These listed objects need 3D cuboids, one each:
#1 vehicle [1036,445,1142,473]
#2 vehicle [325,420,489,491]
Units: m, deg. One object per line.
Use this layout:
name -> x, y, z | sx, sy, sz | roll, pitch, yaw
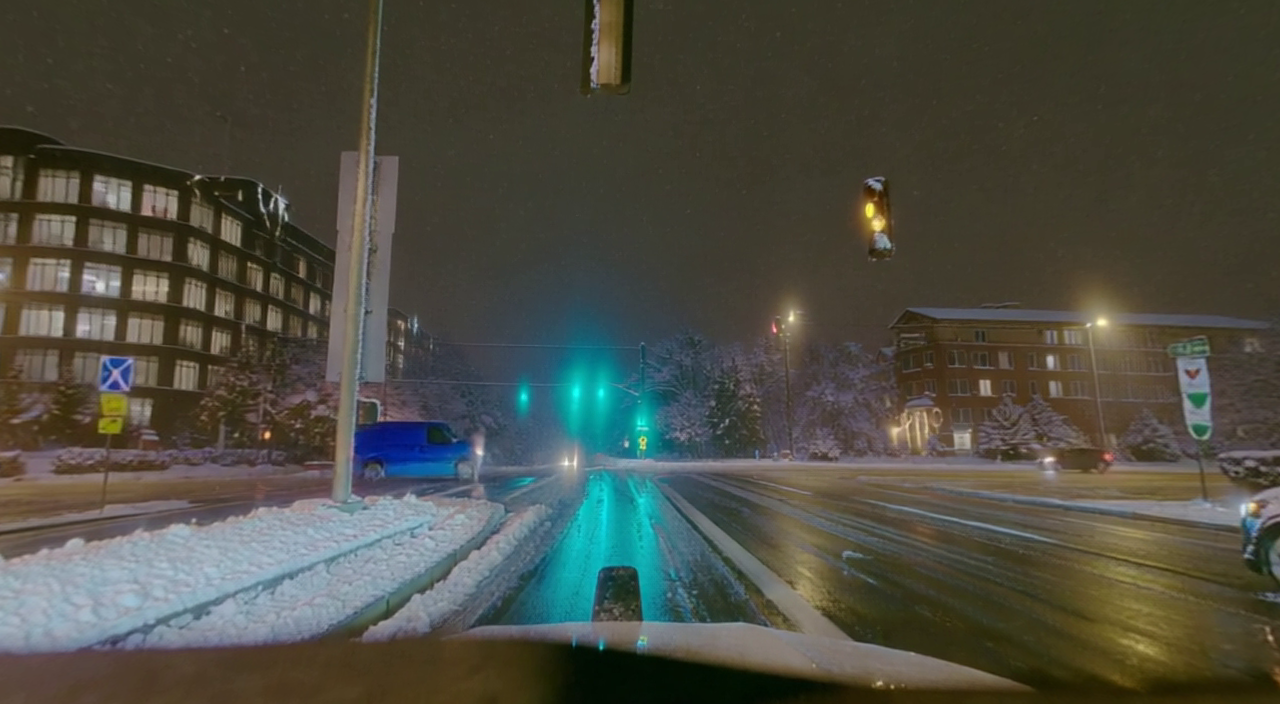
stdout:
vehicle -> 26.326, 6.263, 36.843 | 4.736, 1.542, 1.966 | 0, -9, -1
vehicle -> -11.207, 4.962, 30.439 | 7.088, 3.096, 2.678 | 3, -10, -24
